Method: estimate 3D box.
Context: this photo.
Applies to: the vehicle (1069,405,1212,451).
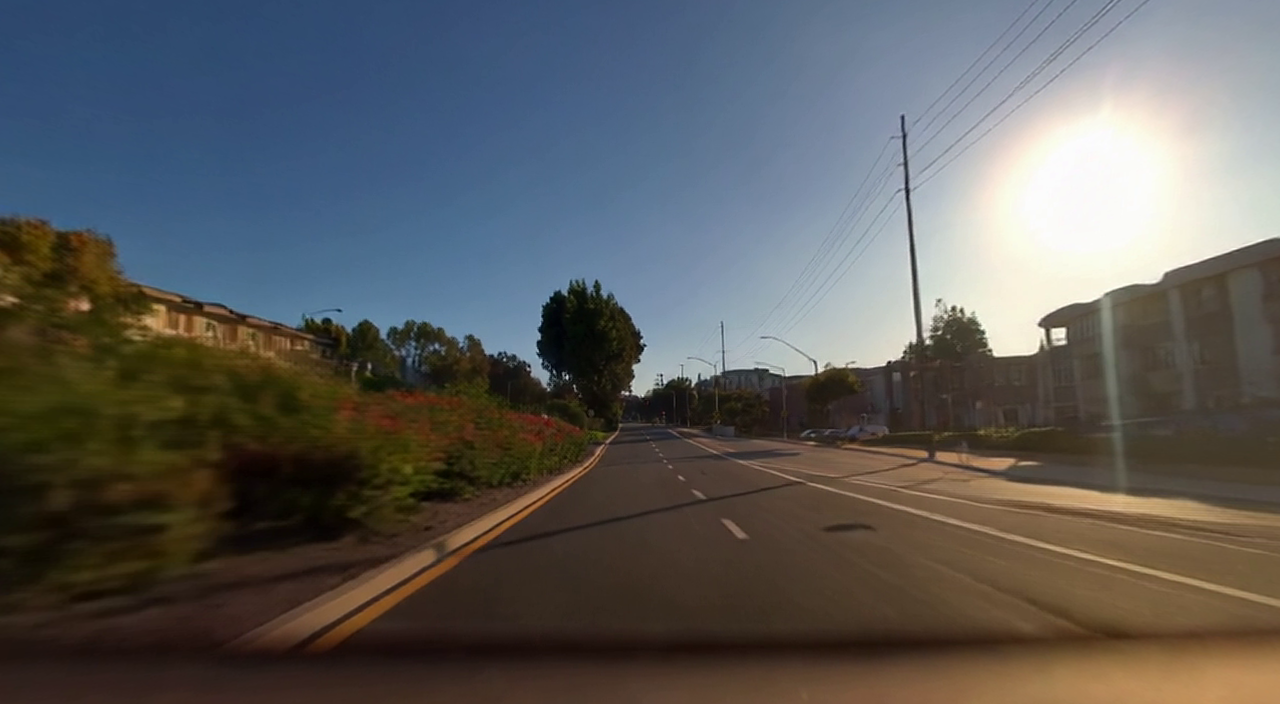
[{"bbox_3d":[23.135,3.611,29.579,2.206,1.947,5.463,0,-8,0],"label":"vehicle"}]
